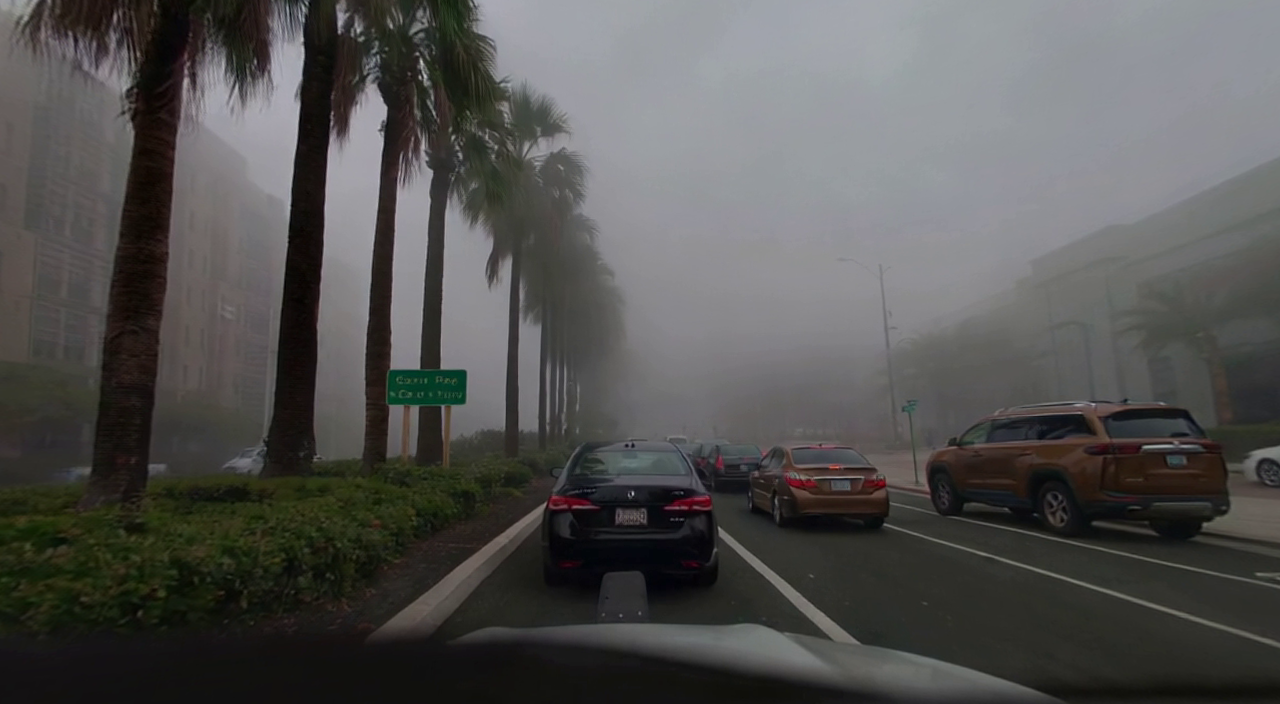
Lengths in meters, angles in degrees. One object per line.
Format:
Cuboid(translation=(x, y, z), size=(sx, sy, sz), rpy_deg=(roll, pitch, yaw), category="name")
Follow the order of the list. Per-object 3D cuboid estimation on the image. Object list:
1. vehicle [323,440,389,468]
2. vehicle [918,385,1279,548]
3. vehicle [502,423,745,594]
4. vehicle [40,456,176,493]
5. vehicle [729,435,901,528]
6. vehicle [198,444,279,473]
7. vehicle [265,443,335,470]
Cuboid(translation=(-20.692, 7.434, 46.301), size=(2.306, 1.880, 5.537), rpy_deg=(0, -8, 0), category="vehicle")
Cuboid(translation=(7.207, 1.876, 10.921), size=(2.254, 2.072, 5.577), rpy_deg=(0, -8, 0), category="vehicle")
Cuboid(translation=(-0.163, 1.687, 7.642), size=(2.158, 1.498, 3.919), rpy_deg=(0, -8, 0), category="vehicle")
Cuboid(translation=(-23.685, 5.440, 28.442), size=(1.972, 1.425, 4.765), rpy_deg=(0, -8, 0), category="vehicle")
Cuboid(translation=(3.088, 2.377, 12.252), size=(1.925, 1.451, 4.436), rpy_deg=(0, -8, -2), category="vehicle")
Cuboid(translation=(-28.304, 7.493, 44.818), size=(2.115, 1.884, 5.481), rpy_deg=(0, -8, 0), category="vehicle")
Cuboid(translation=(-23.964, 7.358, 44.780), size=(2.055, 1.759, 5.200), rpy_deg=(0, -8, 1), category="vehicle")
